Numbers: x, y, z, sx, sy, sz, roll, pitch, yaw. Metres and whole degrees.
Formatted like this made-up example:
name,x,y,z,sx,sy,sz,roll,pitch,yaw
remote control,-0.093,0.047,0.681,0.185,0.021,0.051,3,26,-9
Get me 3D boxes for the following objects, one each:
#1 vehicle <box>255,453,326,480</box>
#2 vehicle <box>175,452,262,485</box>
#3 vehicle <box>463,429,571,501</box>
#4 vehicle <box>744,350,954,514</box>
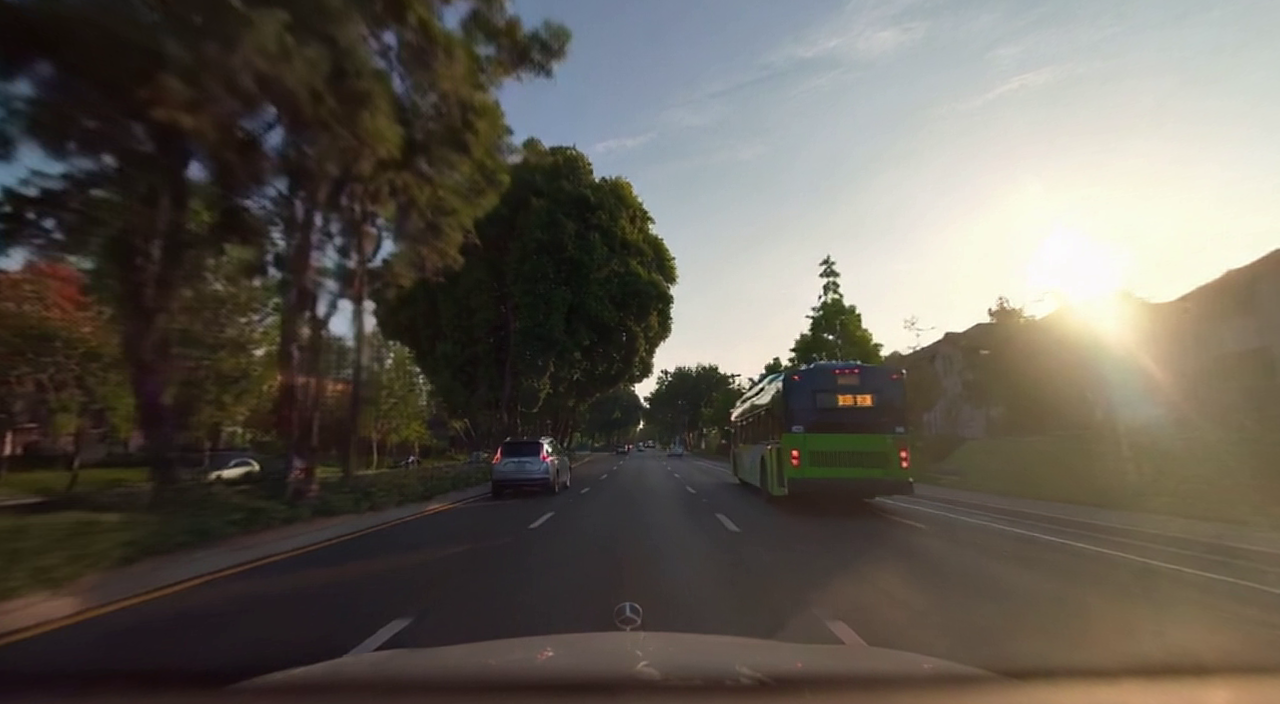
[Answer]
name,x,y,z,sx,sy,sz,roll,pitch,yaw
vehicle,-22.050,7.229,39.865,1.797,1.481,4.750,1,-8,0
vehicle,-22.119,6.098,33.133,1.781,1.553,3.896,0,-8,2
vehicle,-3.352,3.183,18.105,2.111,1.767,4.333,0,-8,2
vehicle,5.262,2.526,19.110,3.072,3.278,12.747,0,-8,5
